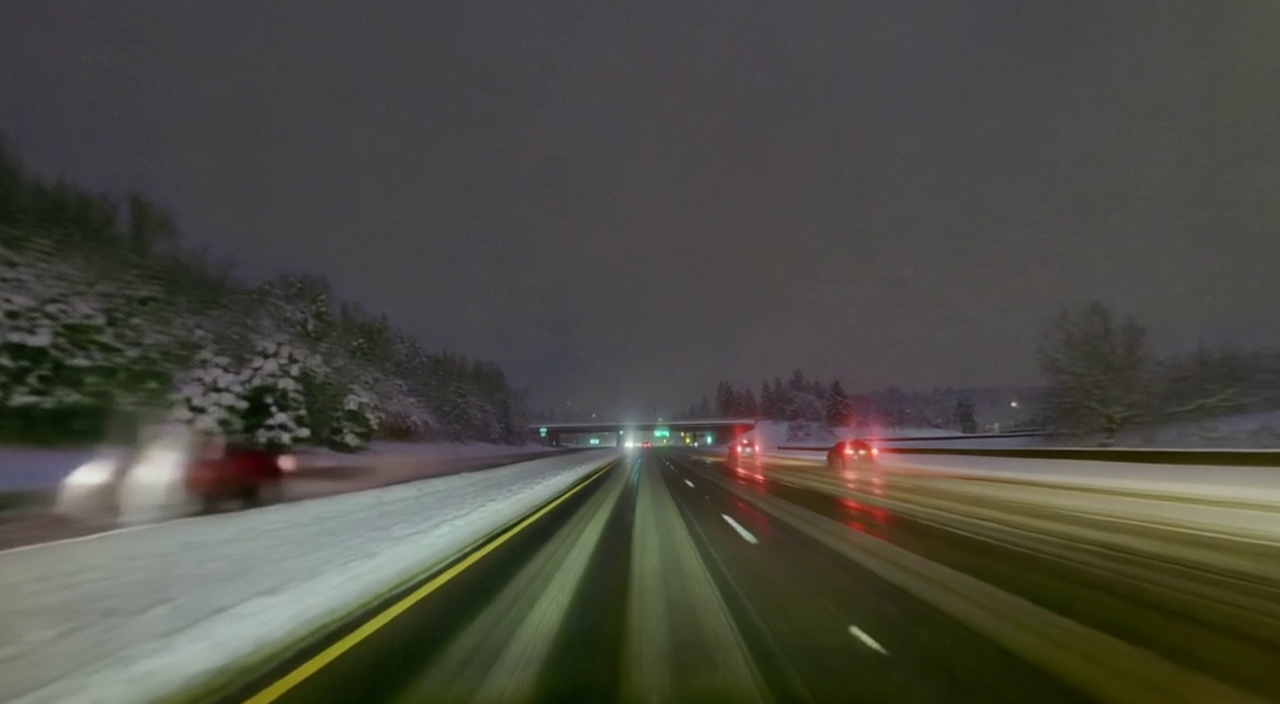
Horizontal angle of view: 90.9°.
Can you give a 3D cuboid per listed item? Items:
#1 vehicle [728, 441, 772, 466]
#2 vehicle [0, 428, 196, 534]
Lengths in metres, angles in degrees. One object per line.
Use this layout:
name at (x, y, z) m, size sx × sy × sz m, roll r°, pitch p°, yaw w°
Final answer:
vehicle at (7.006, 6.519, 40.563) m, size 2.025 × 1.484 × 4.208 m, roll 0°, pitch -8°, yaw 0°
vehicle at (-10.538, 2.189, 11.145) m, size 2.027 × 1.551 × 4.656 m, roll 0°, pitch -8°, yaw -1°
